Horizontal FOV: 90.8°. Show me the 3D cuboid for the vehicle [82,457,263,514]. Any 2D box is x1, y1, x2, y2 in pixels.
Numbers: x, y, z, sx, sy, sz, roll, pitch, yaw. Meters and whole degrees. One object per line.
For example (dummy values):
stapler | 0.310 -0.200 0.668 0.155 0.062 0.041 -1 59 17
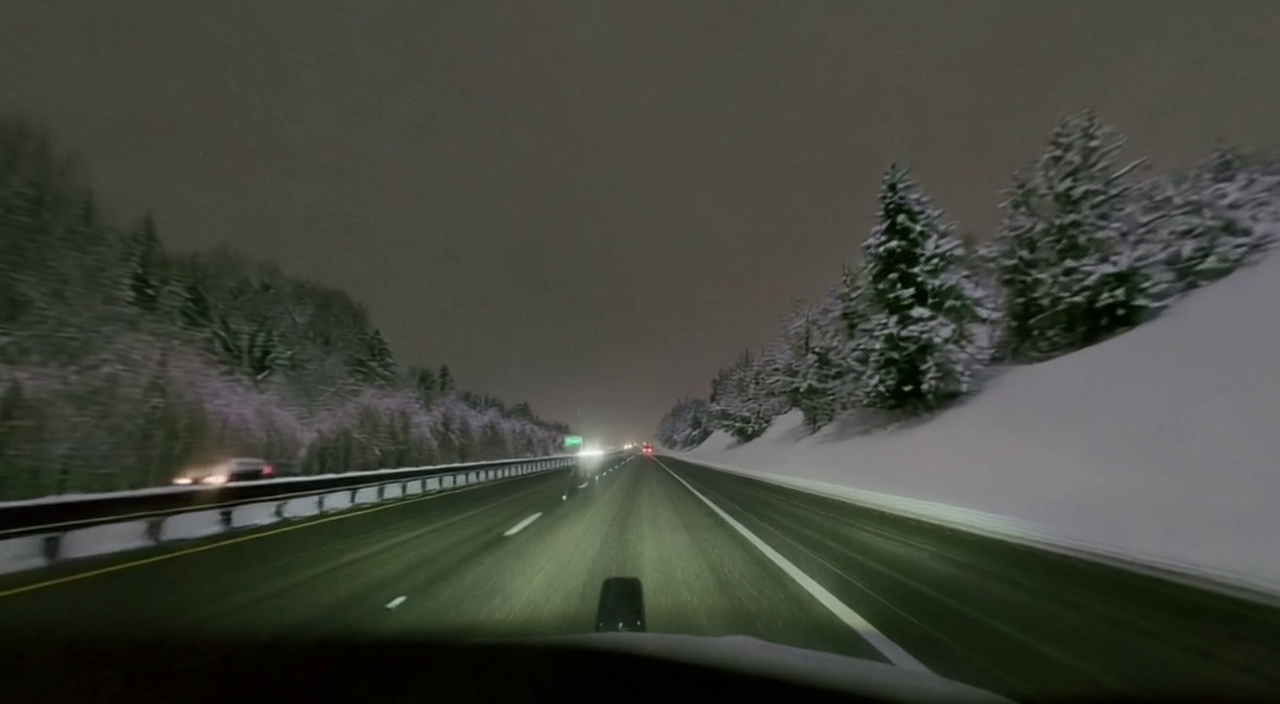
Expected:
vehicle | -13.741 3.915 18.982 1.972 1.465 4.493 0 -9 0
